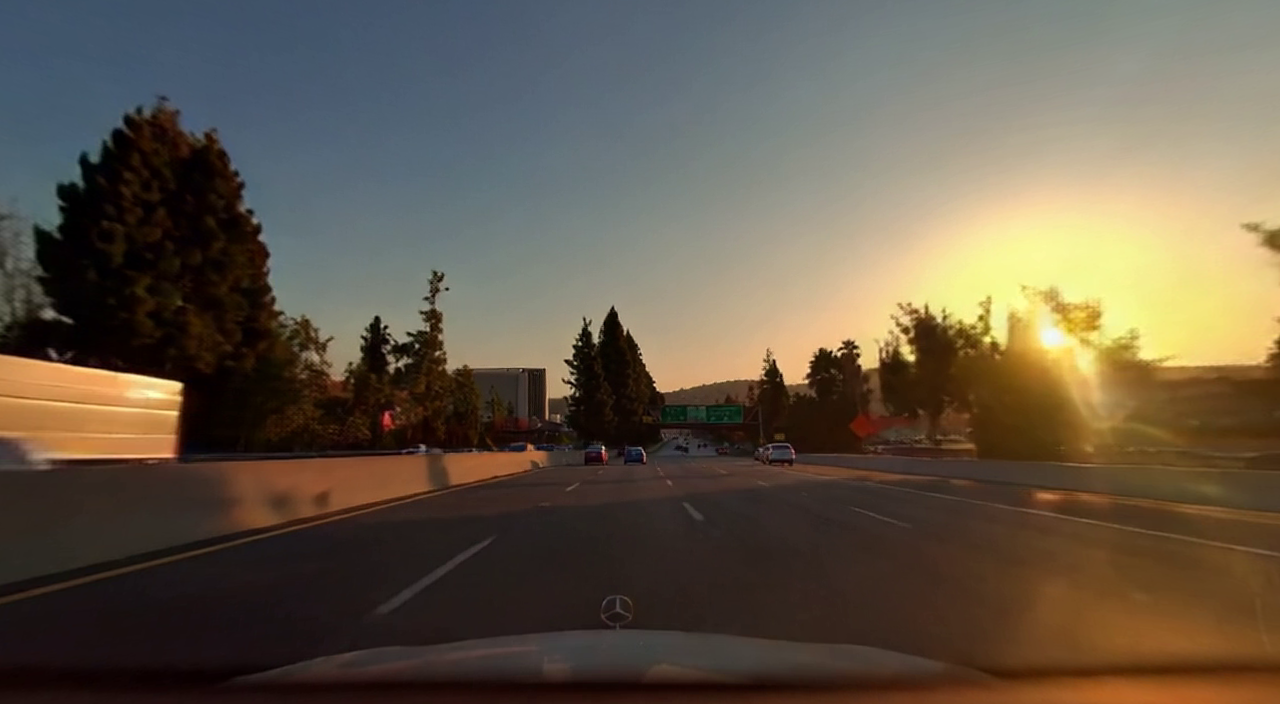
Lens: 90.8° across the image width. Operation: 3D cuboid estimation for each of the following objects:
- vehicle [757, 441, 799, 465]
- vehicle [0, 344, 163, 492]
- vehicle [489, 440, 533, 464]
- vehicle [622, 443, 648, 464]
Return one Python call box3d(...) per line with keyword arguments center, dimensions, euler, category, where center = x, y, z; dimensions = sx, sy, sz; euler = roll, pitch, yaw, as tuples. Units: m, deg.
box3d(center=(10.185, 7.501, 46.963), dimensions=(2.130, 1.703, 4.572), euler=(0, -8, 0), category="vehicle")
box3d(center=(-19.412, 2.033, 18.935), dimensions=(3.076, 4.095, 8.893), euler=(0, -9, 0), category="vehicle")
box3d(center=(-9.484, 7.436, 46.914), dimensions=(2.100, 1.668, 4.686), euler=(0, -8, 2), category="vehicle")
box3d(center=(-0.344, 7.785, 48.693), dimensions=(1.977, 1.513, 3.546), euler=(0, -8, 1), category="vehicle")
